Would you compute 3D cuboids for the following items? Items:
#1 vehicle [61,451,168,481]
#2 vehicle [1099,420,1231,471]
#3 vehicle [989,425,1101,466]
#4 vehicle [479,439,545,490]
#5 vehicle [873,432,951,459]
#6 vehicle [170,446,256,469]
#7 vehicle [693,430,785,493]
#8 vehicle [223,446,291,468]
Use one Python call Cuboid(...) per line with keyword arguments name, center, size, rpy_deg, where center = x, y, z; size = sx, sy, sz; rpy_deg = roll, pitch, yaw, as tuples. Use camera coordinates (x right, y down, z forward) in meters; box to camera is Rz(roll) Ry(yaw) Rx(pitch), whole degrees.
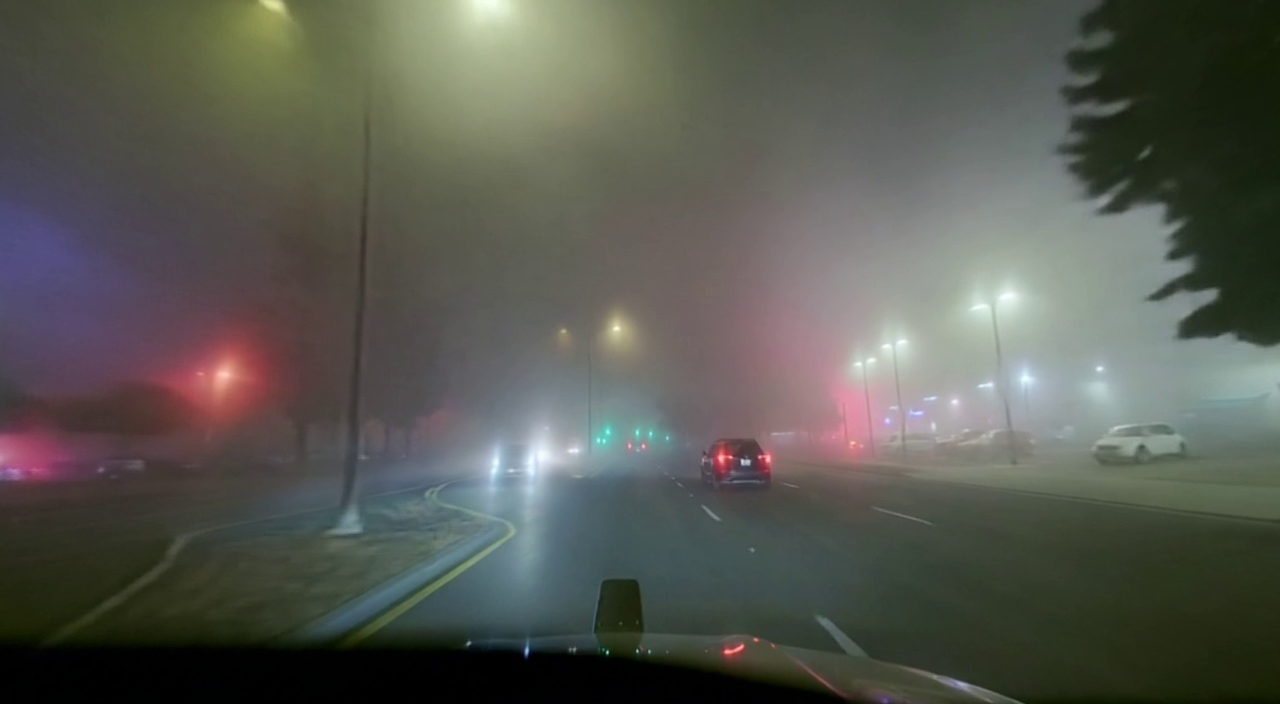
Cuboid(name="vehicle", center=(-28.341, 6.131, 34.090), size=(4.717, 1.485, 1.926), rpy_deg=(-2, -9, 14))
Cuboid(name="vehicle", center=(18.851, 3.343, 22.653), size=(4.524, 1.653, 2.109), rpy_deg=(5, -10, -30))
Cuboid(name="vehicle", center=(18.156, 4.168, 28.331), size=(4.446, 1.692, 2.184), rpy_deg=(4, -10, -28))
Cuboid(name="vehicle", center=(-4.241, 3.787, 21.474), size=(1.905, 1.471, 4.302), rpy_deg=(-1, -9, -8))
Cuboid(name="vehicle", center=(17.543, 6.008, 40.695), size=(4.591, 1.645, 1.914), rpy_deg=(4, -9, -24))
Cuboid(name="vehicle", center=(-29.728, 7.324, 44.052), size=(4.500, 1.559, 2.001), rpy_deg=(0, -8, 1))
Cuboid(name="vehicle", center=(2.866, 3.287, 19.275), size=(1.963, 1.677, 4.229), rpy_deg=(0, -8, -2))
Cuboid(name="vehicle", center=(-30.064, 8.253, 49.624), size=(3.990, 1.569, 2.071), rpy_deg=(-1, -9, -2))
